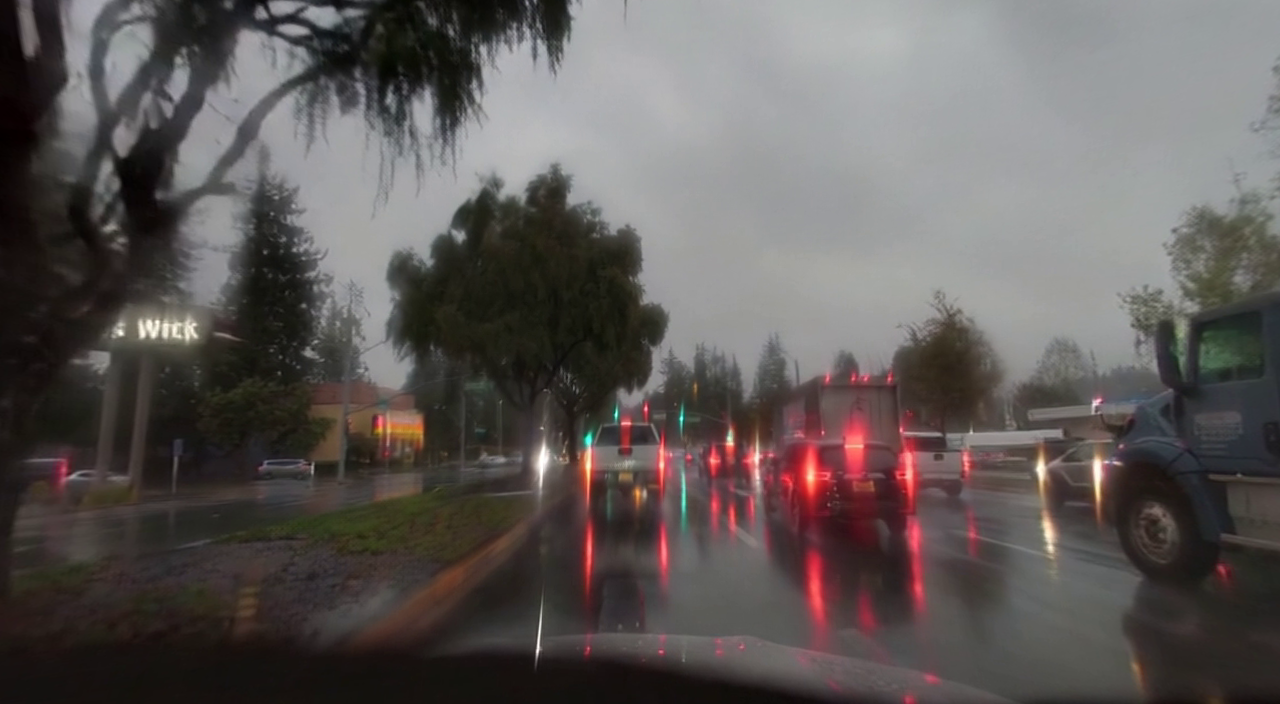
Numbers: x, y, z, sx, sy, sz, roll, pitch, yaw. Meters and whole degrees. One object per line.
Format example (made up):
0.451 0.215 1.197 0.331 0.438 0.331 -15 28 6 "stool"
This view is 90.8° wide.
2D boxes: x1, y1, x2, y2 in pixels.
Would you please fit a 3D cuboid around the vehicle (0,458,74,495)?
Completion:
-28.611 5.686 29.076 1.730 1.534 3.922 1 -9 -7 "vehicle"

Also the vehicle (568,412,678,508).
-0.420 2.849 17.019 2.499 2.183 5.111 0 -9 -1 "vehicle"

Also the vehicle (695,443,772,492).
3.102 3.922 21.851 1.922 1.483 4.436 0 -9 -1 "vehicle"

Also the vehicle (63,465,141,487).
-38.057 8.775 44.711 4.150 1.474 1.826 -2 -9 11 "vehicle"

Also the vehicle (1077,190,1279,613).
6.486 0.146 3.423 2.802 3.322 7.429 0 -9 0 "vehicle"

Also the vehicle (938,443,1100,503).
10.408 3.321 17.821 1.768 1.472 4.350 0 -9 -1 "vehicle"

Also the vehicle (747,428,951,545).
3.307 2.234 11.255 1.905 1.587 4.998 0 -9 0 "vehicle"
